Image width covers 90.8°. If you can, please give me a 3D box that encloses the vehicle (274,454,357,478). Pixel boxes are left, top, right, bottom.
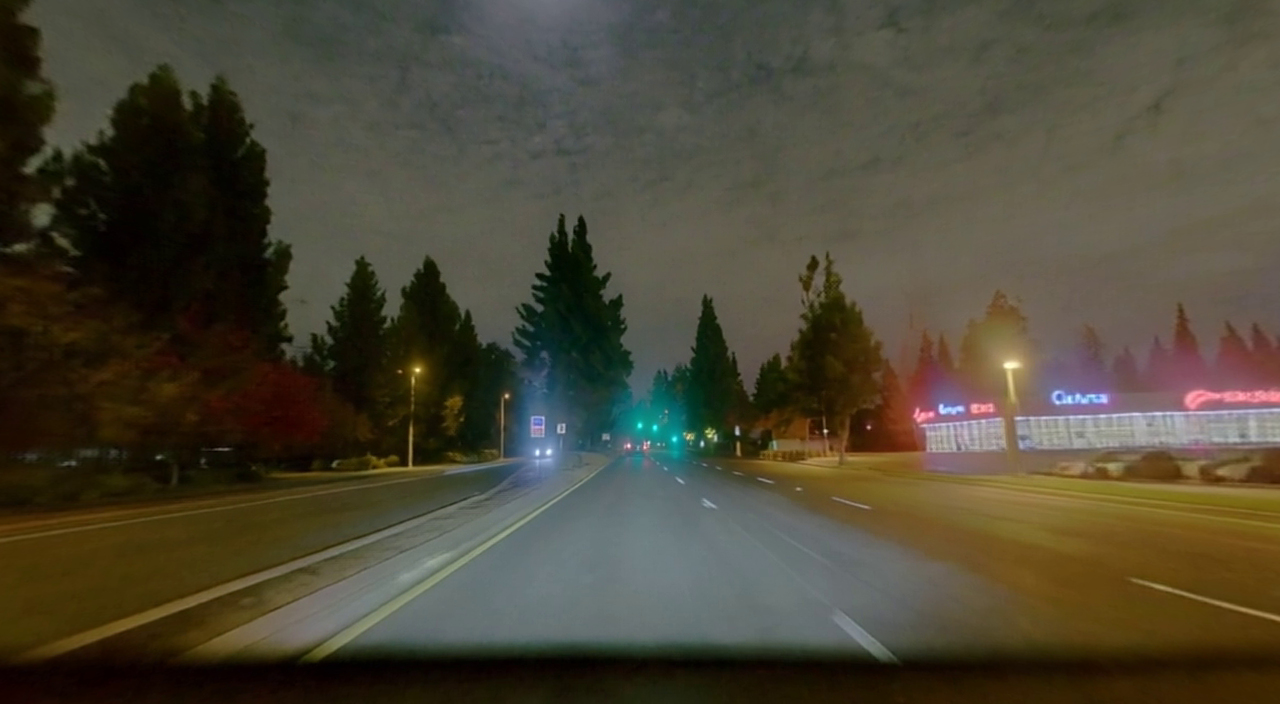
[{"bbox_3d":[-22.111,7.758,43.092,4.665,1.486,1.918,-1,-9,7],"label":"vehicle"}]

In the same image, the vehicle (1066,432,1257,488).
[{"bbox_3d":[18.327,3.807,22.429,4.639,1.852,2.373,0,-9,-1],"label":"vehicle"}]

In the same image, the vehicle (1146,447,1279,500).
[{"bbox_3d":[18.715,3.711,19.526,4.290,1.491,2.123,0,-8,0],"label":"vehicle"}]
